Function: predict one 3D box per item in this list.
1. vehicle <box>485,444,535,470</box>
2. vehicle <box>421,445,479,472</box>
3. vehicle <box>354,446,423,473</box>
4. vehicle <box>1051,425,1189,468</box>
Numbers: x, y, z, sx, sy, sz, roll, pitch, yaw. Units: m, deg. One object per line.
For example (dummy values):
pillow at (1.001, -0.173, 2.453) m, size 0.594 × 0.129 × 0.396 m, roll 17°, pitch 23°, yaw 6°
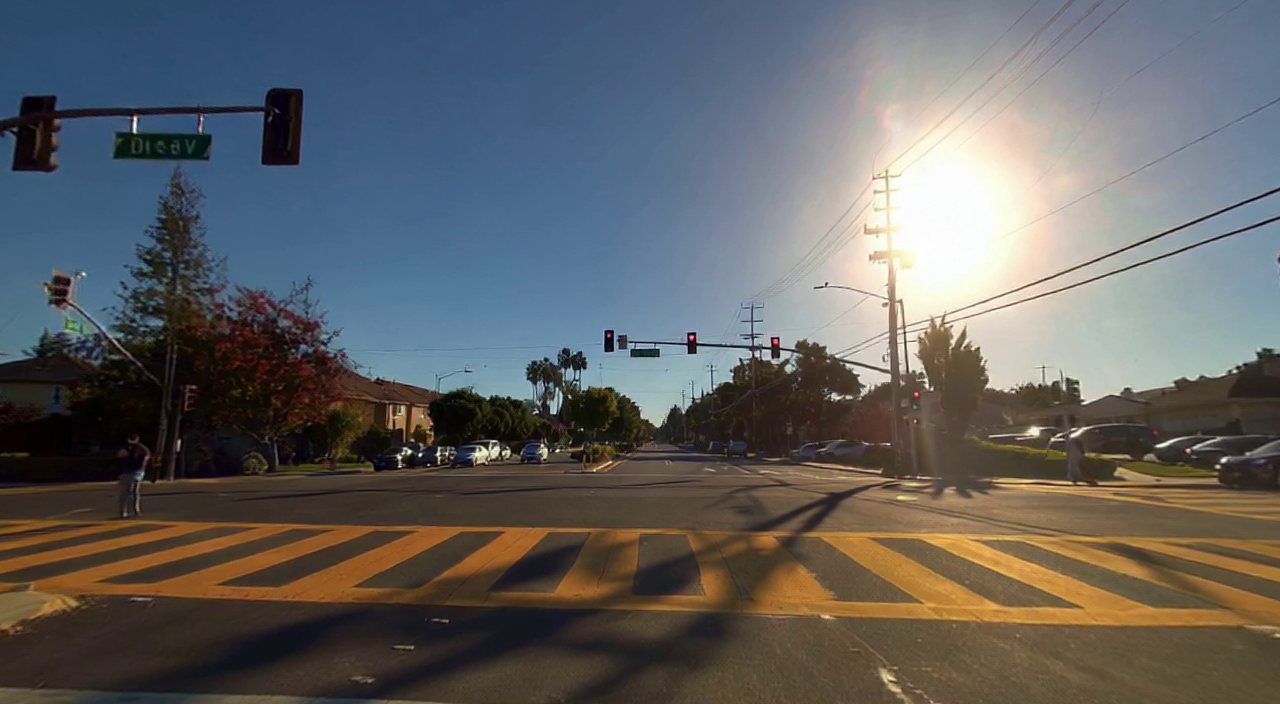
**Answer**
vehicle at (-7.643, 6.183, 37.460) m, size 1.958 × 1.415 × 4.312 m, roll 0°, pitch -8°, yaw 1°
vehicle at (-10.944, 6.121, 36.549) m, size 2.007 × 1.451 × 4.242 m, roll 0°, pitch -8°, yaw 0°
vehicle at (-14.616, 6.263, 36.910) m, size 2.035 × 1.470 × 4.677 m, roll 0°, pitch -8°, yaw 1°
vehicle at (25.304, 5.008, 33.560) m, size 2.177 × 2.086 × 5.514 m, roll 2°, pitch -9°, yaw -14°
